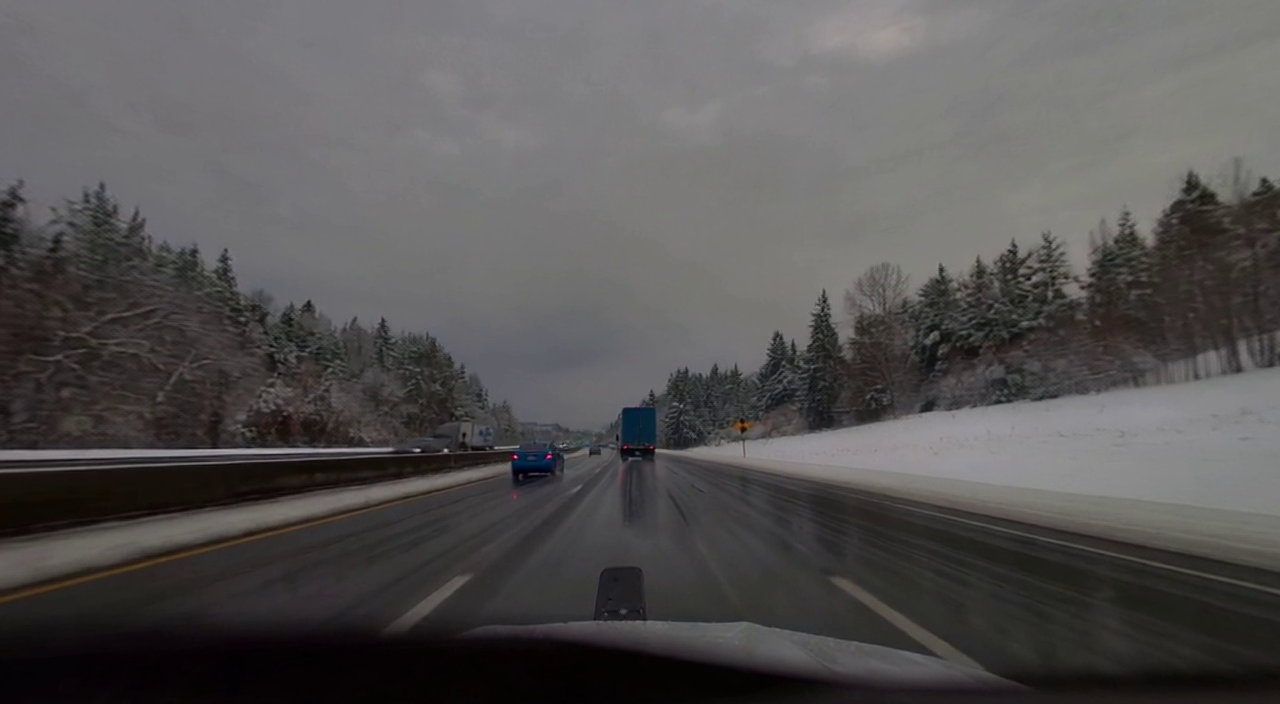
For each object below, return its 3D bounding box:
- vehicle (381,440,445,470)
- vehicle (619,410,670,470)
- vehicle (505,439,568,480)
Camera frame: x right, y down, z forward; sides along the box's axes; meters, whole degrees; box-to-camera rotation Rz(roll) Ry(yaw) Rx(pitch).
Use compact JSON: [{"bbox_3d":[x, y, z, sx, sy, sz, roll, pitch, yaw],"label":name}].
[{"bbox_3d":[-12.818,5.841,35.956,2.053,1.578,4.456,0,-9,-1],"label":"vehicle"},{"bbox_3d":[0.110,6.059,42.904,2.893,3.628,9.081,1,-9,-3],"label":"vehicle"},{"bbox_3d":[-4.306,4.540,26.883,1.977,1.602,3.944,0,-9,0],"label":"vehicle"}]
